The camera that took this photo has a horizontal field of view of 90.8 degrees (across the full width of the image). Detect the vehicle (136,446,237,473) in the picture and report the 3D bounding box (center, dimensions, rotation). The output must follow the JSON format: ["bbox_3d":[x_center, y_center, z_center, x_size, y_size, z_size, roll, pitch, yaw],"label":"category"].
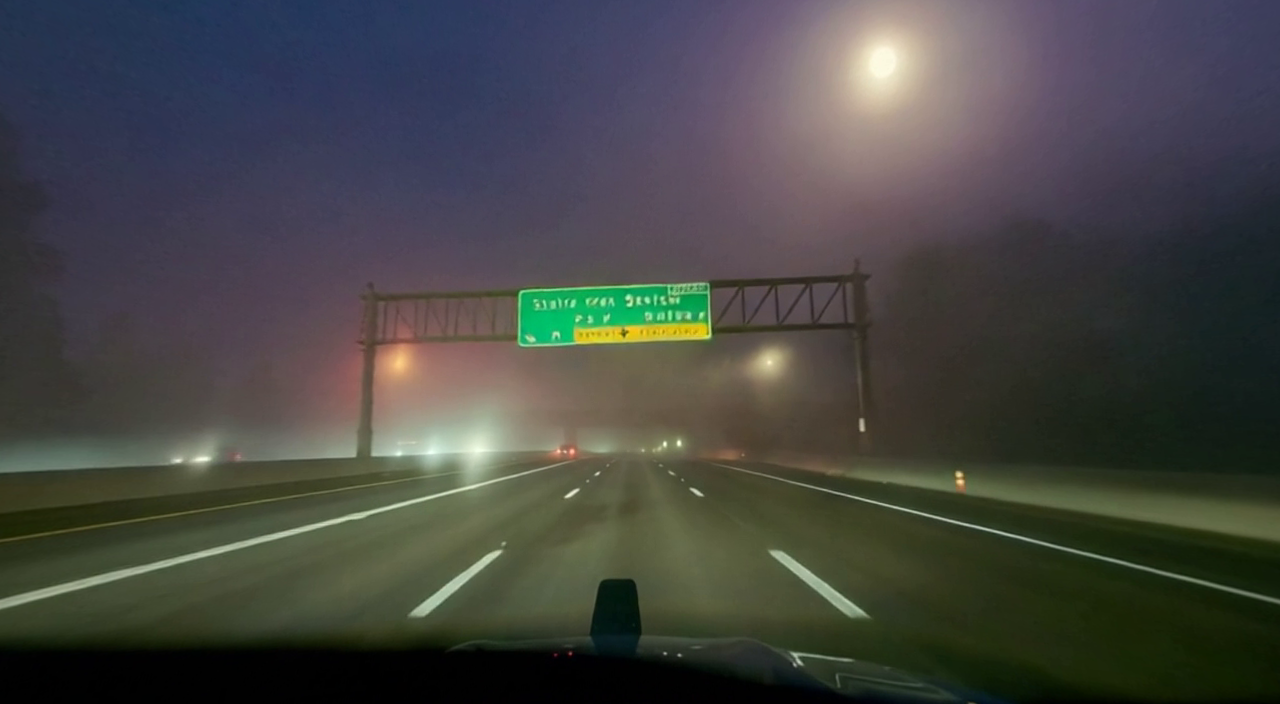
[{"bbox_3d":[-25.716,6.092,36.080,2.073,1.396,4.944,0,-8,0],"label":"vehicle"}]
